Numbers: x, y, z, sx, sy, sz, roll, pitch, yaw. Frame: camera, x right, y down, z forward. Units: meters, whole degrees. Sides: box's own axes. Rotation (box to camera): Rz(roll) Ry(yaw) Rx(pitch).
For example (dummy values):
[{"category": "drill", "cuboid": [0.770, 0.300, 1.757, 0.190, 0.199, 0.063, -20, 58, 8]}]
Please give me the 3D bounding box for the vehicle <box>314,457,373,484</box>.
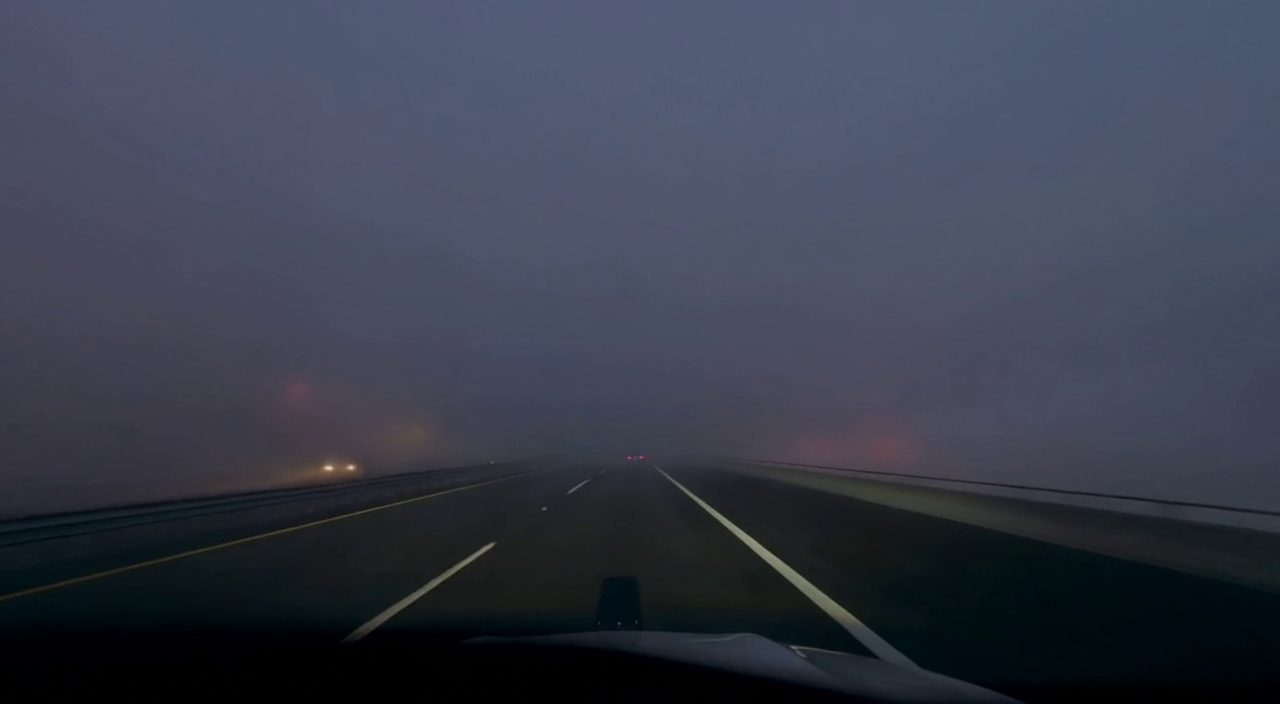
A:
[{"category": "vehicle", "cuboid": [-17.544, 7.013, 37.398, 1.713, 1.429, 3.688, 0, -9, 0]}]
